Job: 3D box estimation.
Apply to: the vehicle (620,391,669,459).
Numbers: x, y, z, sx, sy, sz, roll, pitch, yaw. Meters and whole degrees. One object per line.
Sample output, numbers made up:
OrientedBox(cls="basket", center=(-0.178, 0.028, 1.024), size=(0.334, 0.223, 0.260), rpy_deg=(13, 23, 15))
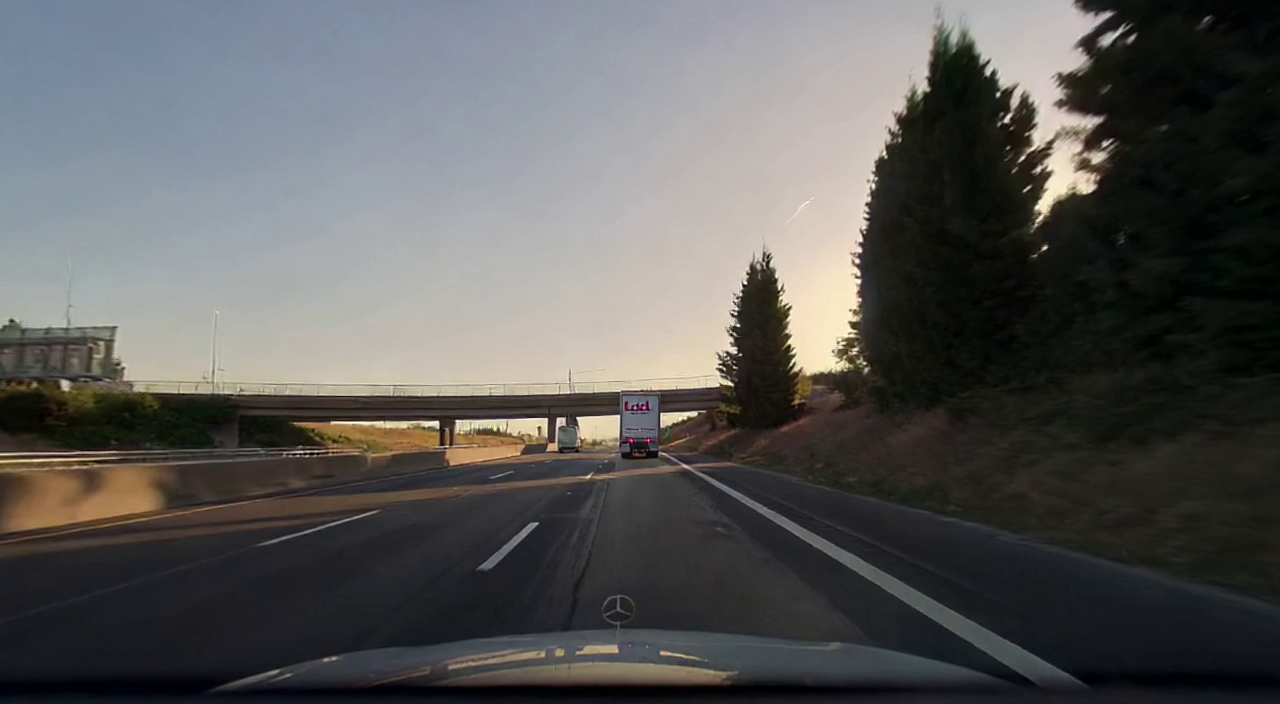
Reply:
OrientedBox(cls="vehicle", center=(0.223, 5.522, 46.251), size=(3.034, 4.194, 14.704), rpy_deg=(0, -8, 0))
